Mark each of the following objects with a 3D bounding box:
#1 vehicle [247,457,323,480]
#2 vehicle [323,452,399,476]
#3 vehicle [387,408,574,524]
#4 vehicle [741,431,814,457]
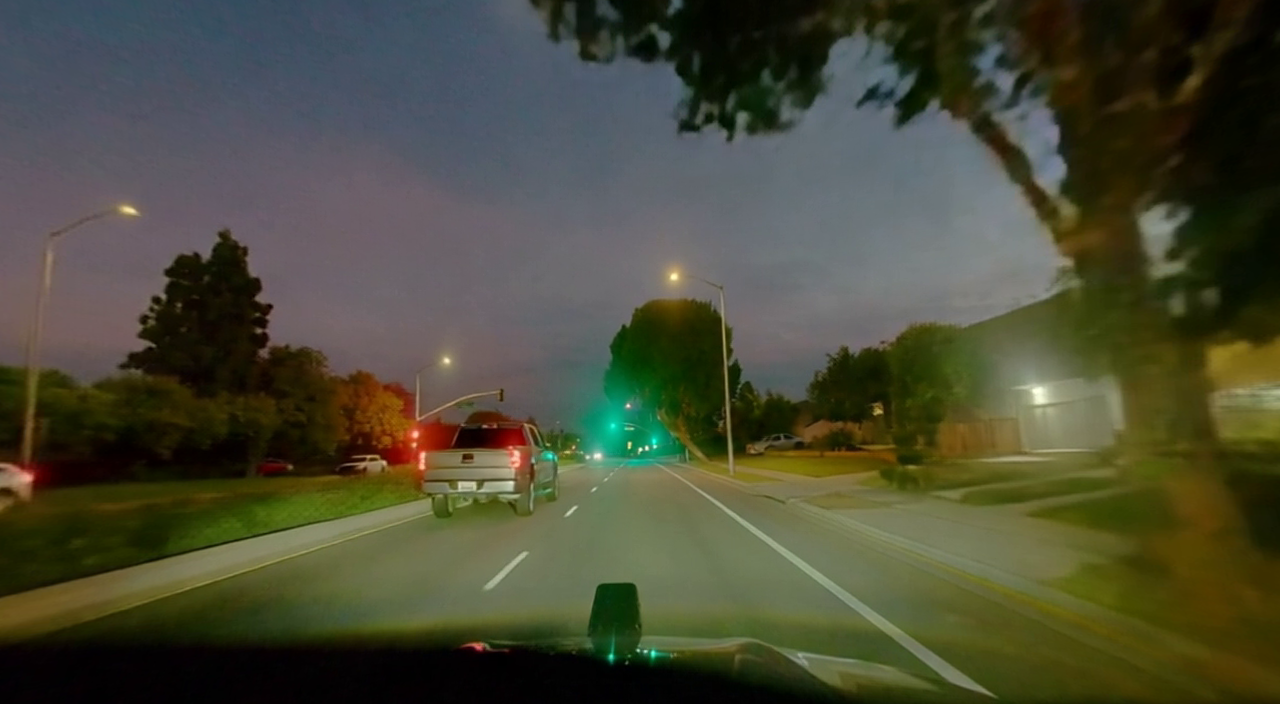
[{"bbox_3d":[-26.795,8.781,47.810,4.497,1.634,1.991,0,-9,-2],"label":"vehicle"},{"bbox_3d":[-21.171,8.492,48.085,4.669,1.745,2.156,0,-9,1],"label":"vehicle"},{"bbox_3d":[-3.087,2.432,14.001,2.508,2.001,5.880,0,-9,1],"label":"vehicle"},{"bbox_3d":[10.215,6.891,47.181,4.882,1.839,2.243,1,-9,-6],"label":"vehicle"}]
